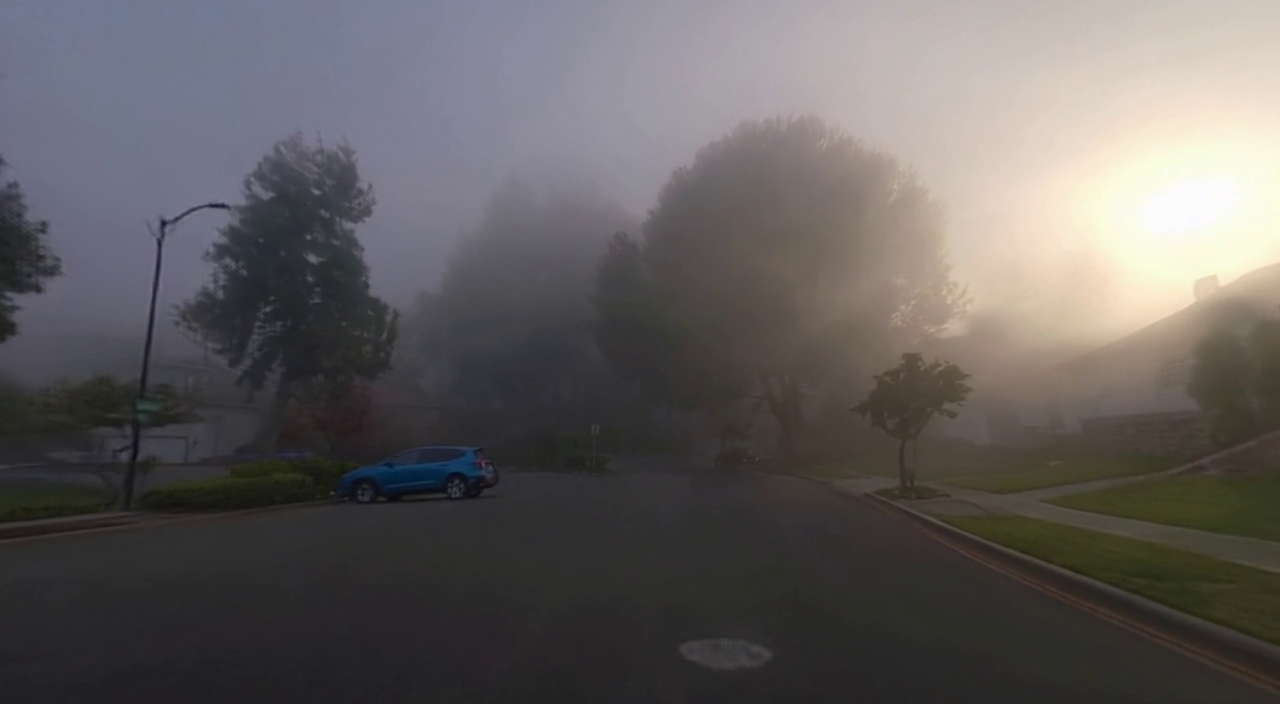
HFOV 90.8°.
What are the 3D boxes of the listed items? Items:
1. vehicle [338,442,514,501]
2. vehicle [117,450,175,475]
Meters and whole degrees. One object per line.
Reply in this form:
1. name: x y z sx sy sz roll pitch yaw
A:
1. vehicle: -6.459 3.626 19.403 4.692 1.660 1.879 -1 -9 5
2. vehicle: -31.950 7.068 40.791 4.764 1.487 2.002 -8 -12 42
